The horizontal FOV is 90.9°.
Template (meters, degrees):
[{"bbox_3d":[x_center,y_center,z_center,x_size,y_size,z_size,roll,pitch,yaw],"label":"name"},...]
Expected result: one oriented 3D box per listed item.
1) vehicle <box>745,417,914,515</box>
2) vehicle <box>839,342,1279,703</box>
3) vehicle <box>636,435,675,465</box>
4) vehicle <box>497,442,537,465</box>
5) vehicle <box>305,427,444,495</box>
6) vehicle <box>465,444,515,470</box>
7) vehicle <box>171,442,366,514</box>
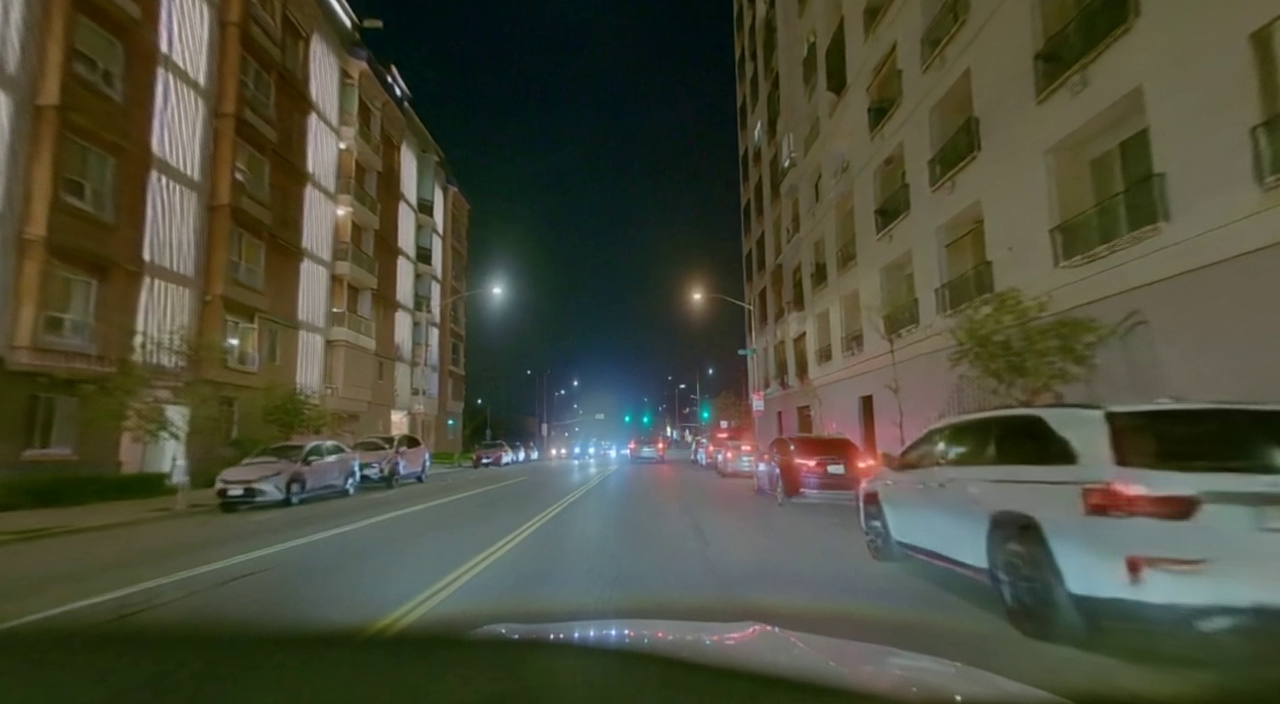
[{"bbox_3d":[3.939,2.478,14.200,2.260,1.789,4.810,0,-8,-1],"label":"vehicle"},{"bbox_3d":[3.824,1.232,5.743,2.327,1.864,4.981,0,-8,-1],"label":"vehicle"},{"bbox_3d":[0.928,5.982,38.616,2.261,1.740,4.065,0,-8,1],"label":"vehicle"},{"bbox_3d":[-8.788,7.254,45.342,2.002,1.546,4.339,0,-8,0],"label":"vehicle"},{"bbox_3d":[-8.986,3.740,22.095,2.457,2.048,5.461,0,-8,0],"label":"vehicle"},{"bbox_3d":[-8.800,6.186,37.388,2.021,1.474,4.337,0,-8,-1],"label":"vehicle"},{"bbox_3d":[-9.213,3.119,16.232,2.089,1.549,4.597,-1,-8,2],"label":"vehicle"}]
